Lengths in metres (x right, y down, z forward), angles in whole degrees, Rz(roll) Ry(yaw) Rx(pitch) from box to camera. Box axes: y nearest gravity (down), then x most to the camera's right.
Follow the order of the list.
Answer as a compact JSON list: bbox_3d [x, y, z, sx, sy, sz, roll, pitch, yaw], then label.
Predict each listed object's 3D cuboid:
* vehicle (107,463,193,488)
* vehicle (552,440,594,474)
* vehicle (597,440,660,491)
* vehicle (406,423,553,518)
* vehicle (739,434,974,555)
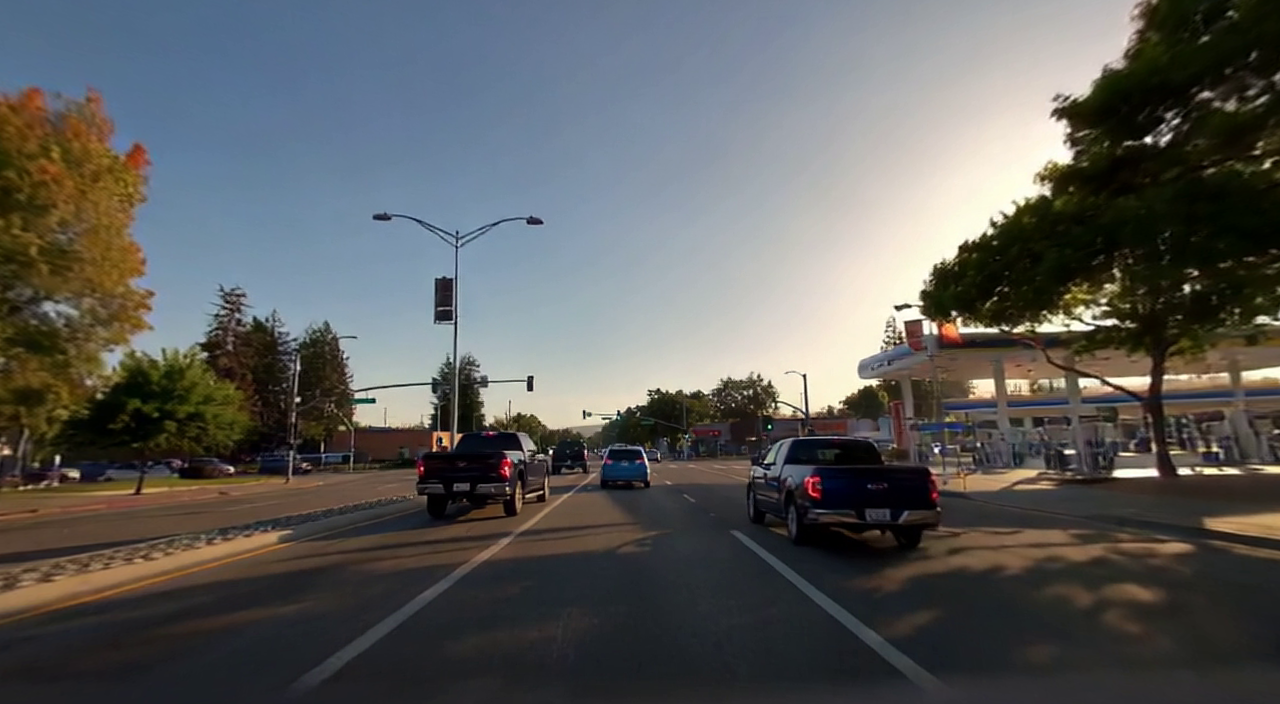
[{"bbox_3d":[-36.272,9.087,46.834,1.929,1.636,4.589,-7,-11,38],"label":"vehicle"},{"bbox_3d":[-4.209,6.718,40.689,2.321,2.026,5.307,0,-9,-2],"label":"vehicle"},{"bbox_3d":[-0.415,3.959,22.314,2.029,1.605,3.827,0,-9,-2],"label":"vehicle"},{"bbox_3d":[-3.613,2.811,15.566,2.195,1.905,5.634,0,-9,-1],"label":"vehicle"},{"bbox_3d":[3.054,2.115,10.151,2.061,1.487,4.462,0,-9,-2],"label":"vehicle"}]
